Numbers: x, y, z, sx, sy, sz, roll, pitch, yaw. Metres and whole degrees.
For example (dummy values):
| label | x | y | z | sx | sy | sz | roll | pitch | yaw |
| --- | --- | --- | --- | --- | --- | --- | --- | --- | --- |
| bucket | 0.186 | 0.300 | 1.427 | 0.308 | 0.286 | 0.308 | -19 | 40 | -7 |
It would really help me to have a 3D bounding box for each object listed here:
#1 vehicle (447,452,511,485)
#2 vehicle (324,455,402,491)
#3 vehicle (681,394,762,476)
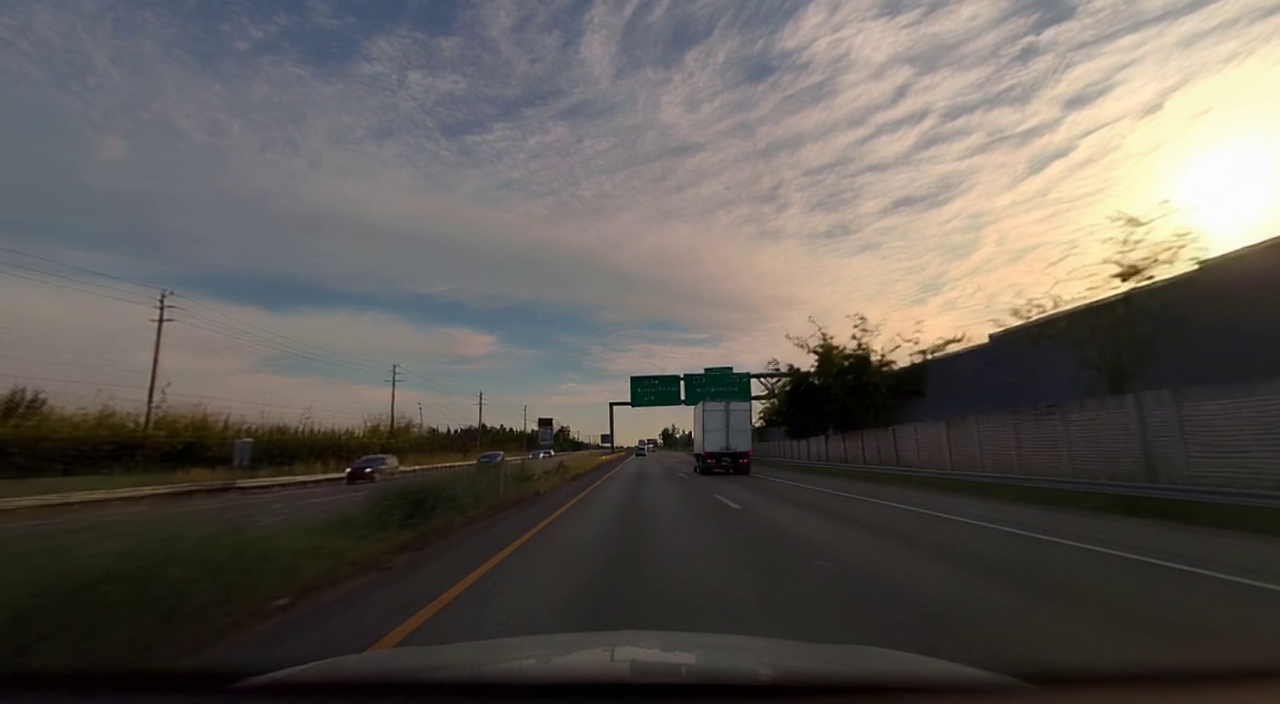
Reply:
| label | x | y | z | sx | sy | sz | roll | pitch | yaw |
| --- | --- | --- | --- | --- | --- | --- | --- | --- | --- |
| vehicle | -7.962 | 5.803 | 31.587 | 2.007 | 1.466 | 4.320 | 0 | -9 | 1 |
| vehicle | -13.170 | 5.780 | 30.294 | 1.868 | 1.531 | 4.082 | 0 | -9 | 0 |
| vehicle | 4.458 | 5.118 | 38.068 | 3.038 | 4.047 | 13.741 | 0 | -9 | 0 |
